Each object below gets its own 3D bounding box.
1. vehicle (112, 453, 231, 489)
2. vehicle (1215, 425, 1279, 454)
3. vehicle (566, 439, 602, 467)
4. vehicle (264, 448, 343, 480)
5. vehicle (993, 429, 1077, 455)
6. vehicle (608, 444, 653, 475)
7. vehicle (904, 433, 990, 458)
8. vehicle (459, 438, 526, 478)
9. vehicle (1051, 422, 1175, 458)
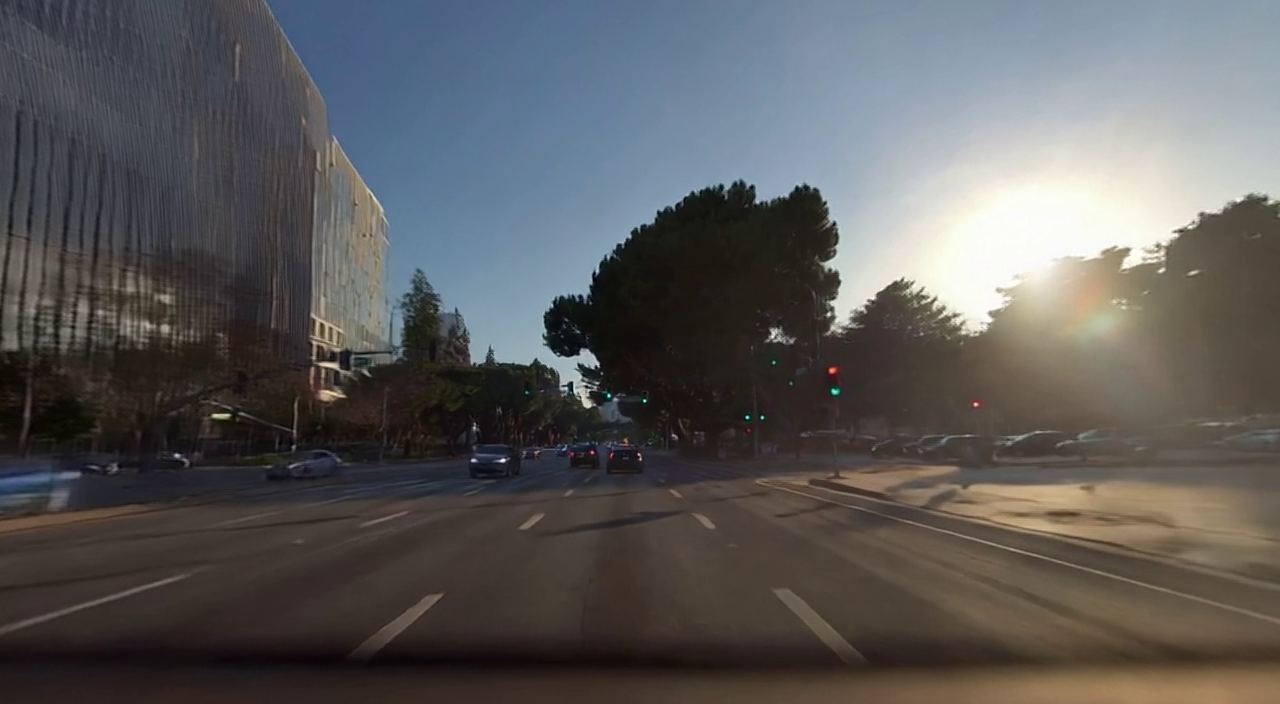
[{"bbox_3d":[-21.565,5.455,29.370,1.955,1.477,4.672,0,-9,-1],"label":"vehicle"},{"bbox_3d":[37.329,5.124,37.221,4.557,1.493,1.919,-5,-6,16],"label":"vehicle"},{"bbox_3d":[-3.687,6.756,42.409,2.001,1.784,4.483,0,-9,0],"label":"vehicle"},{"bbox_3d":[-18.065,5.997,34.189,1.793,1.547,4.552,0,-9,-1],"label":"vehicle"},{"bbox_3d":[26.947,6.157,43.263,4.424,1.713,1.887,-2,-8,16],"label":"vehicle"},{"bbox_3d":[-0.483,5.201,30.881,2.050,1.385,4.096,0,-9,-1],"label":"vehicle"},{"bbox_3d":[20.164,6.204,41.694,4.778,1.588,1.822,-3,-9,16],"label":"vehicle"},{"bbox_3d":[-6.547,4.758,28.525,1.937,1.659,4.259,0,-9,0],"label":"vehicle"},{"bbox_3d":[29.012,5.413,38.951,5.696,1.795,1.856,-5,-7,14],"label":"vehicle"}]
